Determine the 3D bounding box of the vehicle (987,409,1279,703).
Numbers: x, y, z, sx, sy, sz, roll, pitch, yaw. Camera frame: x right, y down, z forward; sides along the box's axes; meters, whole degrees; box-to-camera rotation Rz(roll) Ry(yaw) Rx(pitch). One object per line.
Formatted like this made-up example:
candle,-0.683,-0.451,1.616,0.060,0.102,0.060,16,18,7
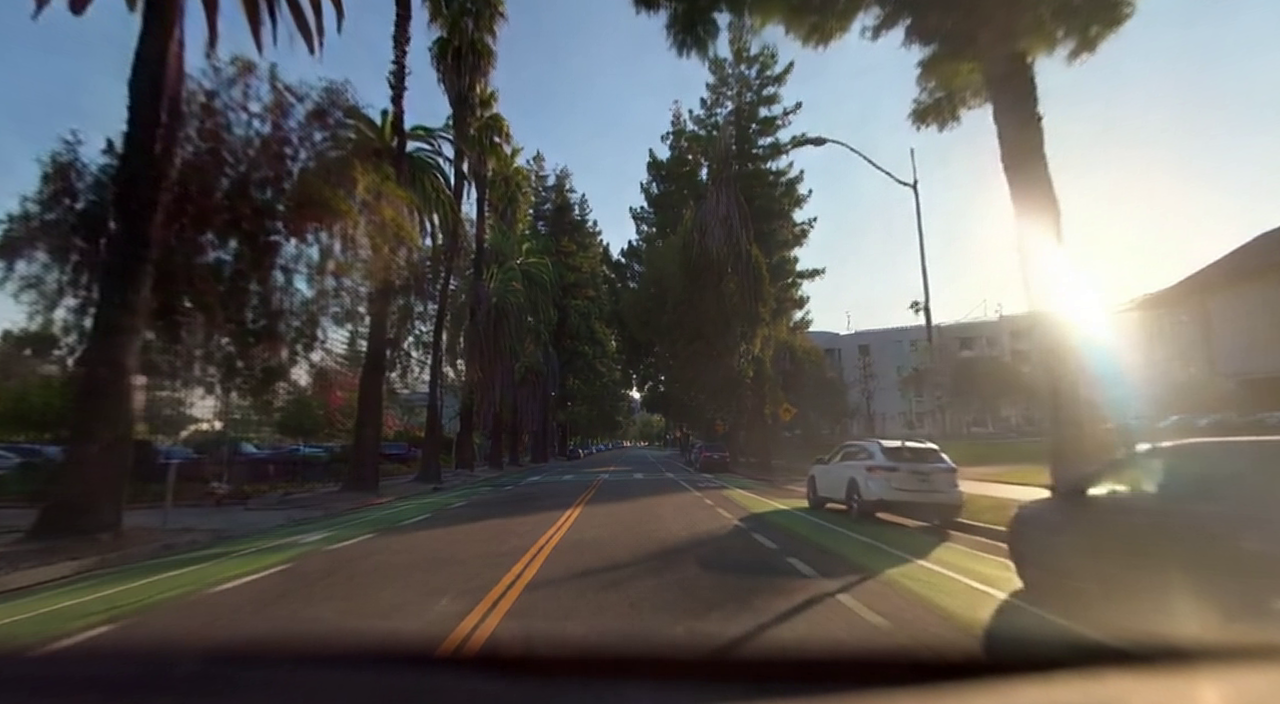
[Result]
vehicle,4.493,1.290,4.152,2.000,1.732,4.298,-1,-9,1

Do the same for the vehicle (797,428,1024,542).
vehicle,4.748,2.404,12.124,2.144,1.720,4.794,0,-9,-1

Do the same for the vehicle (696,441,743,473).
vehicle,4.368,5.867,35.386,1.997,1.640,4.494,0,-9,-1
